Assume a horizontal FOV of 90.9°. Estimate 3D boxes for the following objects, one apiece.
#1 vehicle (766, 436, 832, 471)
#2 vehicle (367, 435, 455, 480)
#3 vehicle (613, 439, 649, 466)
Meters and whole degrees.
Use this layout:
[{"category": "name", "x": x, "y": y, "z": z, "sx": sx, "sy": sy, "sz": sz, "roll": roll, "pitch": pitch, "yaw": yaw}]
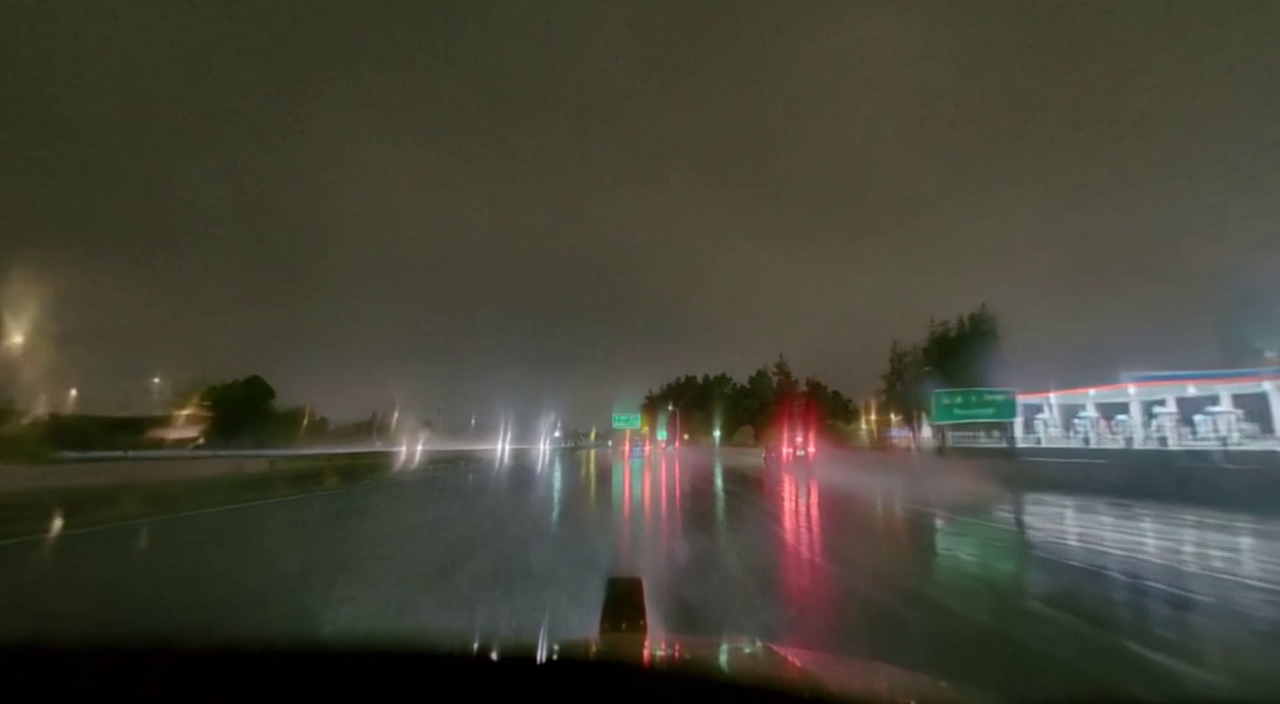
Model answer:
[{"category": "vehicle", "x": 7.256, "y": 4.670, "z": 29.162, "sx": 1.867, "sy": 1.463, "sz": 4.295, "roll": 0, "pitch": -8, "yaw": -1}, {"category": "vehicle", "x": -9.858, "y": 4.567, "z": 27.638, "sx": 2.005, "sy": 1.725, "sz": 5.137, "roll": 0, "pitch": -8, "yaw": -1}, {"category": "vehicle", "x": -0.549, "y": 5.918, "z": 37.171, "sx": 1.999, "sy": 1.473, "sz": 4.351, "roll": 0, "pitch": -8, "yaw": -1}]
